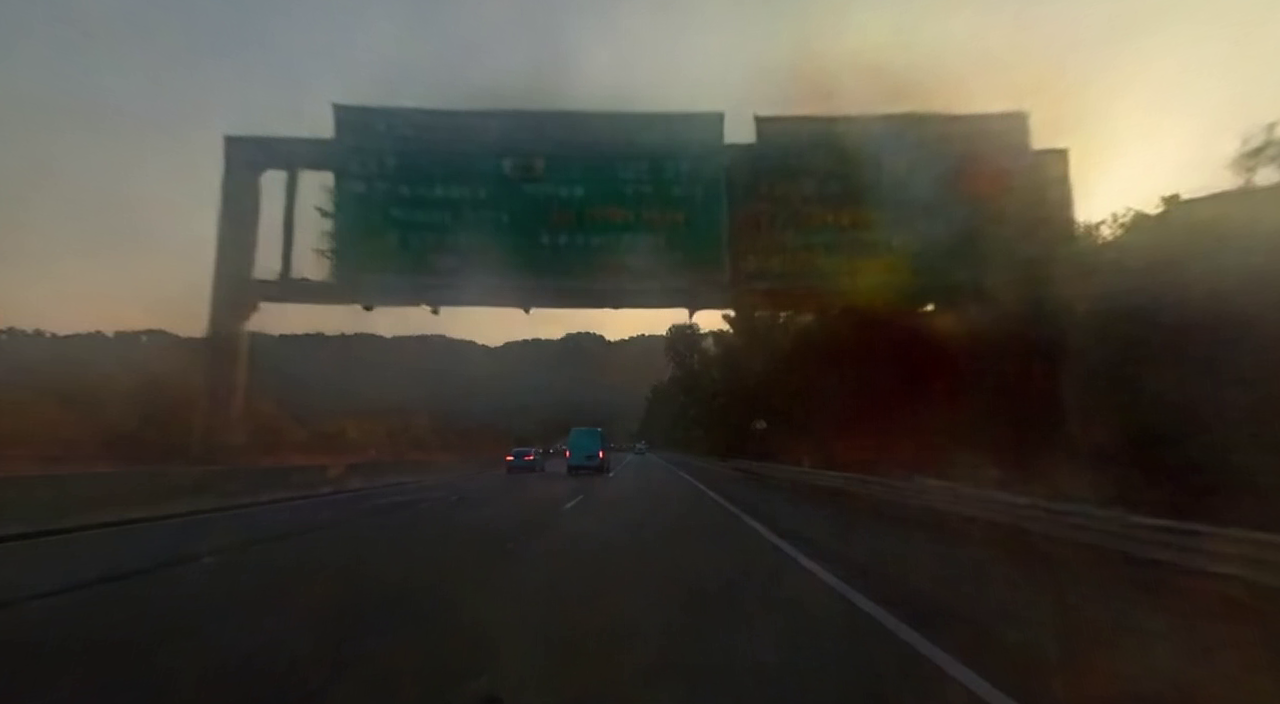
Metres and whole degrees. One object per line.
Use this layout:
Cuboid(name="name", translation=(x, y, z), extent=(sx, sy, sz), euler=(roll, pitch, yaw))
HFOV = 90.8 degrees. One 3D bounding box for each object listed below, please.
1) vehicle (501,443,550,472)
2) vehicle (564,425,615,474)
Cuboid(name="vehicle", translation=(-7.066, 6.585, 39.431), extent=(2.164, 1.664, 4.252), euler=(0, -9, 1))
Cuboid(name="vehicle", translation=(-2.814, 5.694, 36.800), extent=(2.437, 2.565, 5.829), euler=(0, -9, 1))
